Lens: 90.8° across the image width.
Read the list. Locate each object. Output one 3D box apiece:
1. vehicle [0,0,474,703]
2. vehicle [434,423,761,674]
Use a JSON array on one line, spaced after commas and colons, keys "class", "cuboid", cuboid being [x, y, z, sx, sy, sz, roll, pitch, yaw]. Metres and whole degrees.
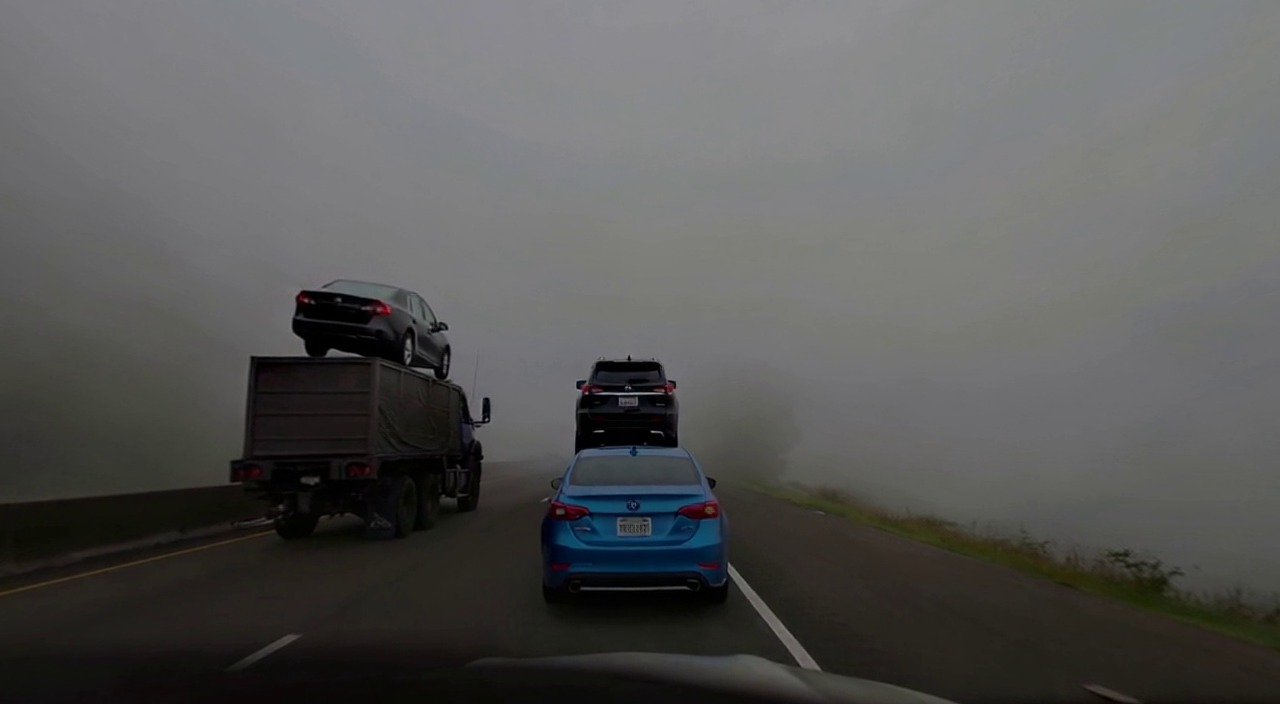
[{"class": "vehicle", "cuboid": [-4.566, 0.123, 4.735, 2.836, 4.059, 14.286, 0, -9, 0]}, {"class": "vehicle", "cuboid": [-0.277, 1.468, 5.634, 1.991, 1.507, 3.391, 0, -9, -1]}]
